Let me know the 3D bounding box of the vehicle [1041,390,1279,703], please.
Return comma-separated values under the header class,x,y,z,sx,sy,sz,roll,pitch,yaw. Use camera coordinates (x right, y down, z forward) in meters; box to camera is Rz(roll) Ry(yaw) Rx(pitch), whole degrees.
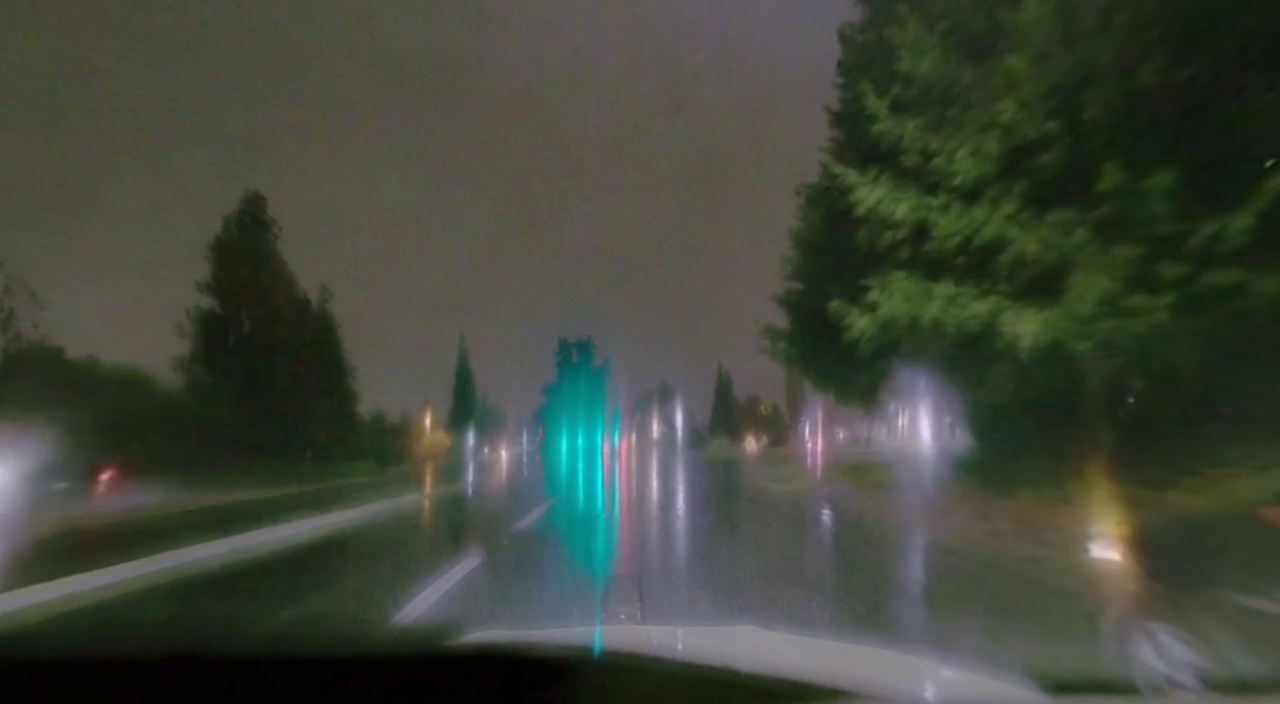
class,x,y,z,sx,sy,sz,roll,pitch,yaw
vehicle,3.446,0.791,1.601,1.989,1.504,4.342,0,-8,0
